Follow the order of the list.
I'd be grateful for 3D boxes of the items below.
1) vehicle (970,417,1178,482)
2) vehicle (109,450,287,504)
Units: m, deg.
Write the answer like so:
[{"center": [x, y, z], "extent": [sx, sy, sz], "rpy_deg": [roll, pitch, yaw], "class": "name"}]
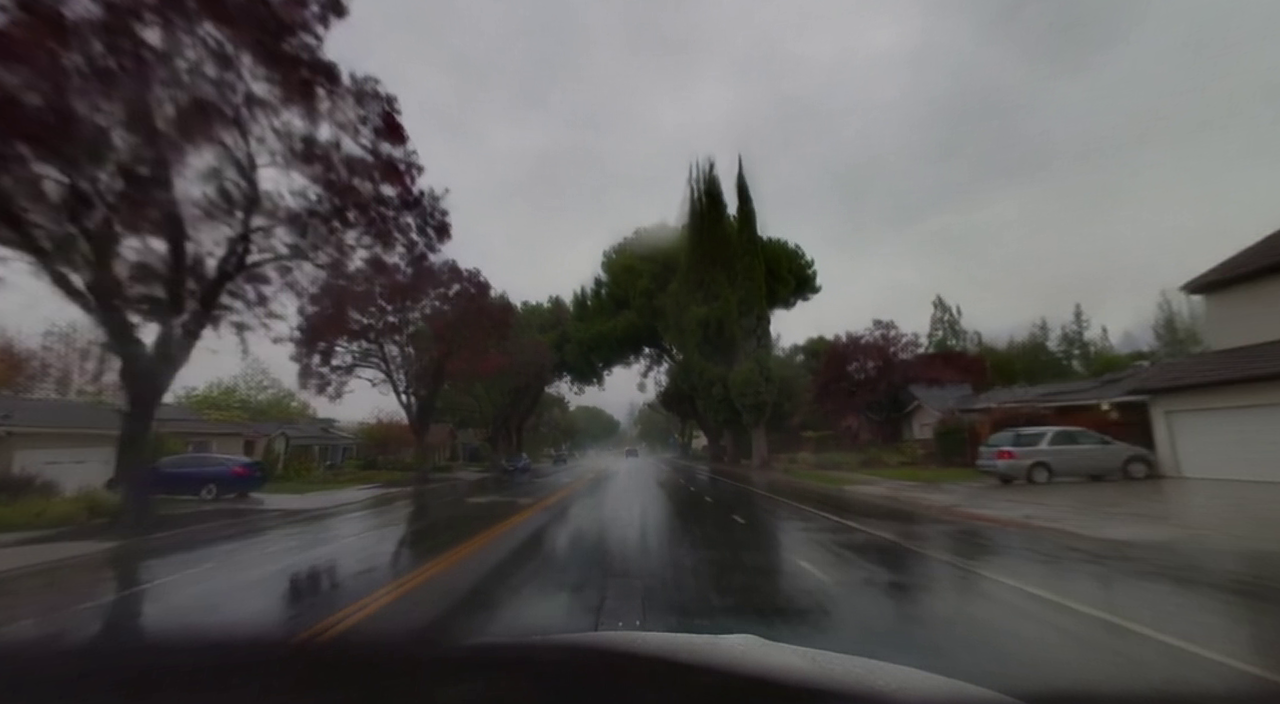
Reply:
[{"center": [11.958, 2.715, 17.643], "extent": [4.392, 1.685, 1.959], "rpy_deg": [1, -9, -4], "class": "vehicle"}, {"center": [-15.689, 4.430, 22.620], "extent": [4.859, 1.780, 2.031], "rpy_deg": [0, -9, 3], "class": "vehicle"}]
